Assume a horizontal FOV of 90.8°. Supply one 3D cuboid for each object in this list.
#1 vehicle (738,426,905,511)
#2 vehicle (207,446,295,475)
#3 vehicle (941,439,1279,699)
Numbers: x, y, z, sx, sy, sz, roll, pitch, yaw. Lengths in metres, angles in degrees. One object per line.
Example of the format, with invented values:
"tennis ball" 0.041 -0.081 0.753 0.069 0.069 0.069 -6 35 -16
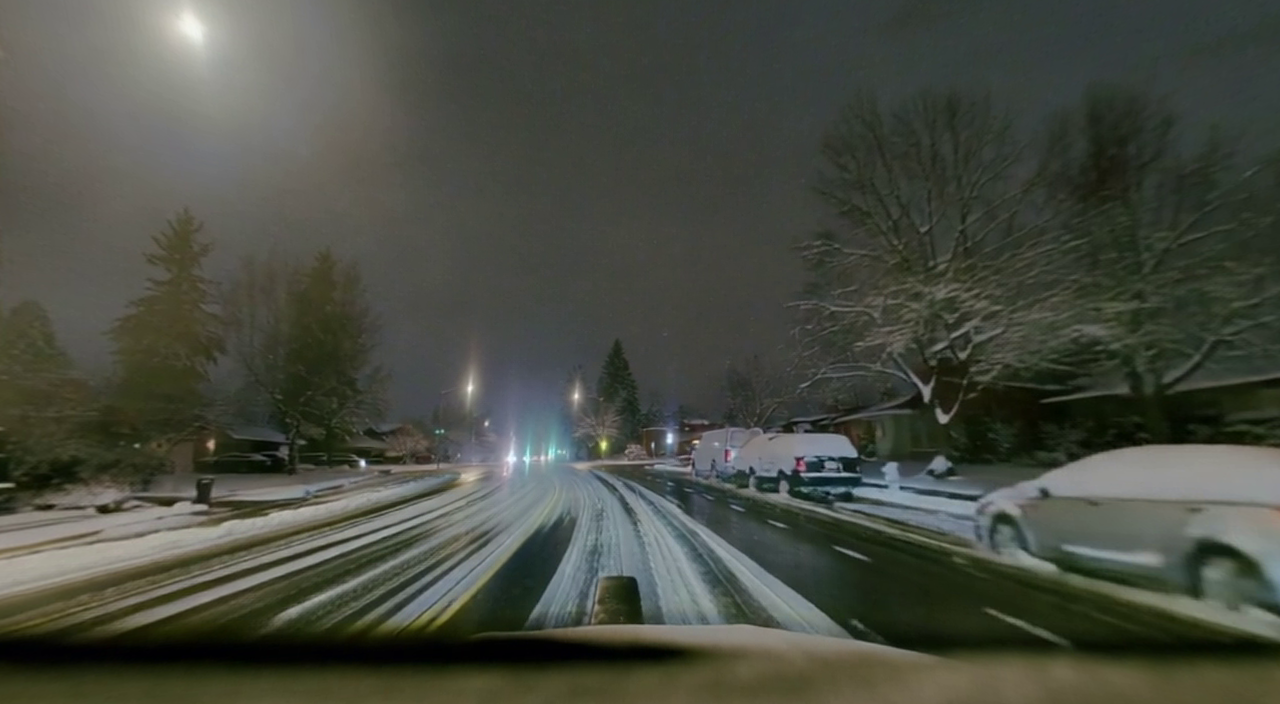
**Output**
"vehicle" 5.089 3.428 19.248 2.670 2.085 6.775 1 -9 -4
"vehicle" -28.309 7.890 46.136 4.975 1.847 2.096 0 -8 -16
"vehicle" 5.405 1.610 5.497 2.713 1.671 4.939 1 -8 -7
